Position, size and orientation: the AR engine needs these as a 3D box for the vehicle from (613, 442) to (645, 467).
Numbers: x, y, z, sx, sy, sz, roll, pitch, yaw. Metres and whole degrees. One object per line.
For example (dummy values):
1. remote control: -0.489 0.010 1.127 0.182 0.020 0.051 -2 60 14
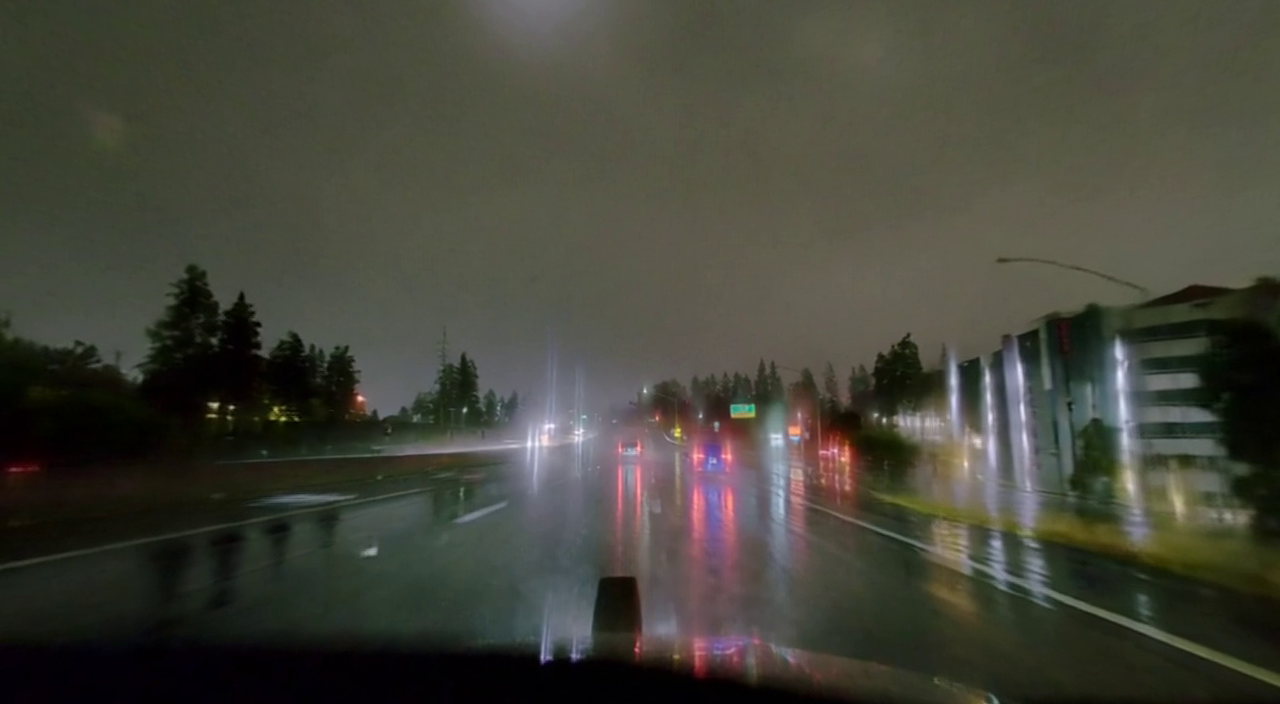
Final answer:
1. vehicle: -0.712 7.269 44.941 2.127 1.692 4.382 0 -8 1

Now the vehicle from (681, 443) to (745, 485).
1. vehicle: 2.849 4.489 25.678 2.029 1.528 4.644 0 -9 0
